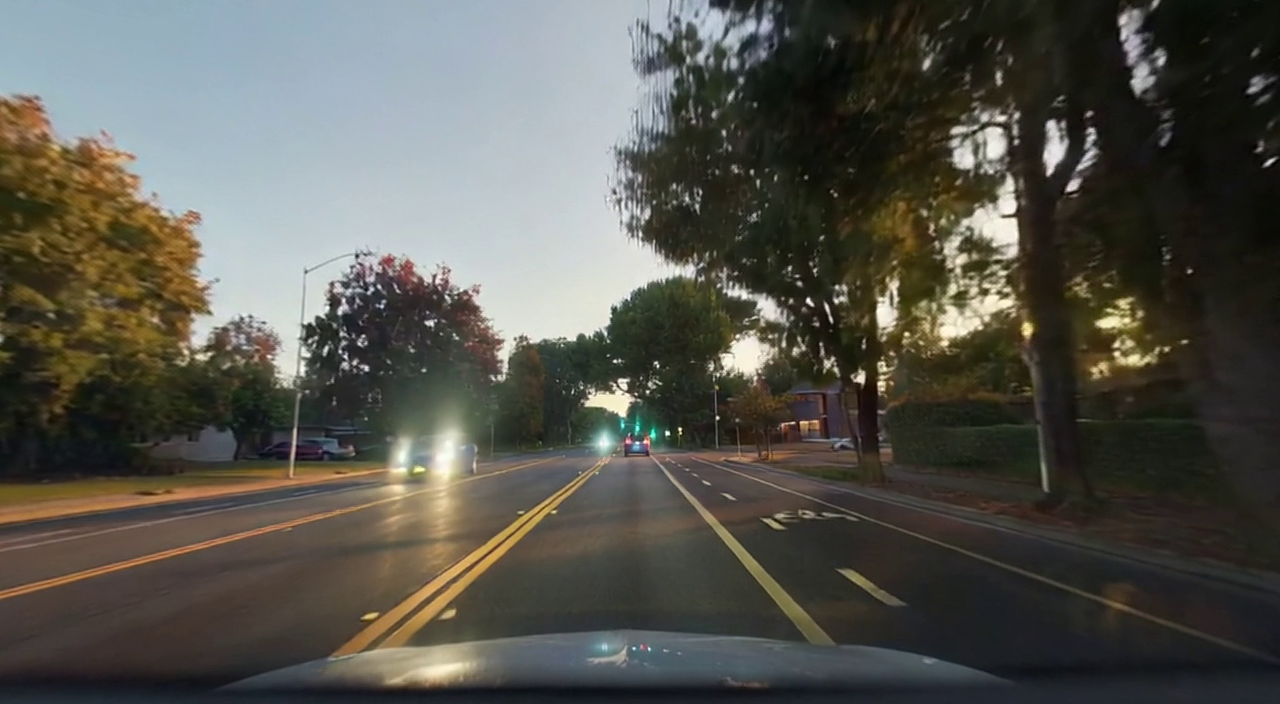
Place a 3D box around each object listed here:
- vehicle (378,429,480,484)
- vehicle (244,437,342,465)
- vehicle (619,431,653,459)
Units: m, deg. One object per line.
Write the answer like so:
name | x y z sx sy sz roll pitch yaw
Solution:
vehicle | -7.161 3.575 21.971 2.065 1.719 4.265 0 -8 0
vehicle | -21.146 6.017 38.626 4.773 1.625 1.933 0 -8 -2
vehicle | -0.294 6.405 43.741 2.230 1.827 4.298 0 -8 0
